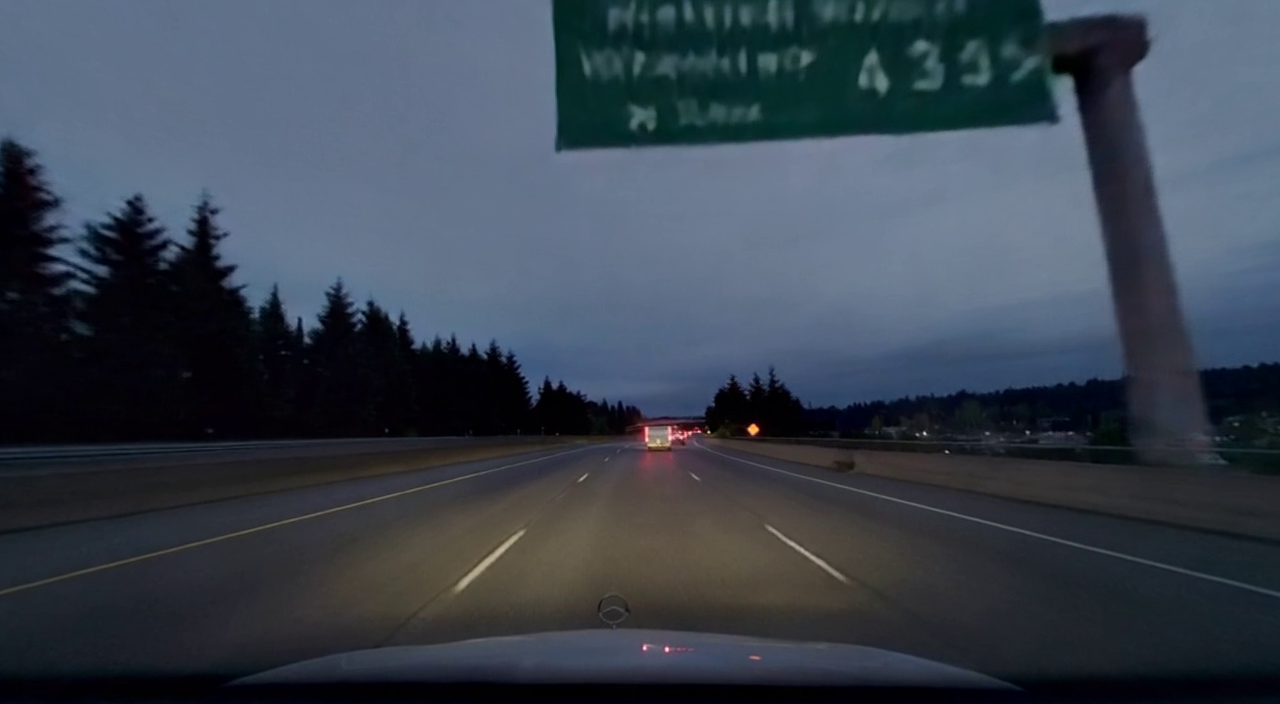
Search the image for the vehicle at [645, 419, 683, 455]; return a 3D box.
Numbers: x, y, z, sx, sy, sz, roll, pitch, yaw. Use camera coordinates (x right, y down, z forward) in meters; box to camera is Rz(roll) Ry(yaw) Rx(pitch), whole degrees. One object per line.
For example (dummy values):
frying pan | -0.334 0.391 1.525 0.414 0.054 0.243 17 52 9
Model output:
vehicle | 1.639 5.893 43.643 2.450 2.314 4.753 0 -8 2
